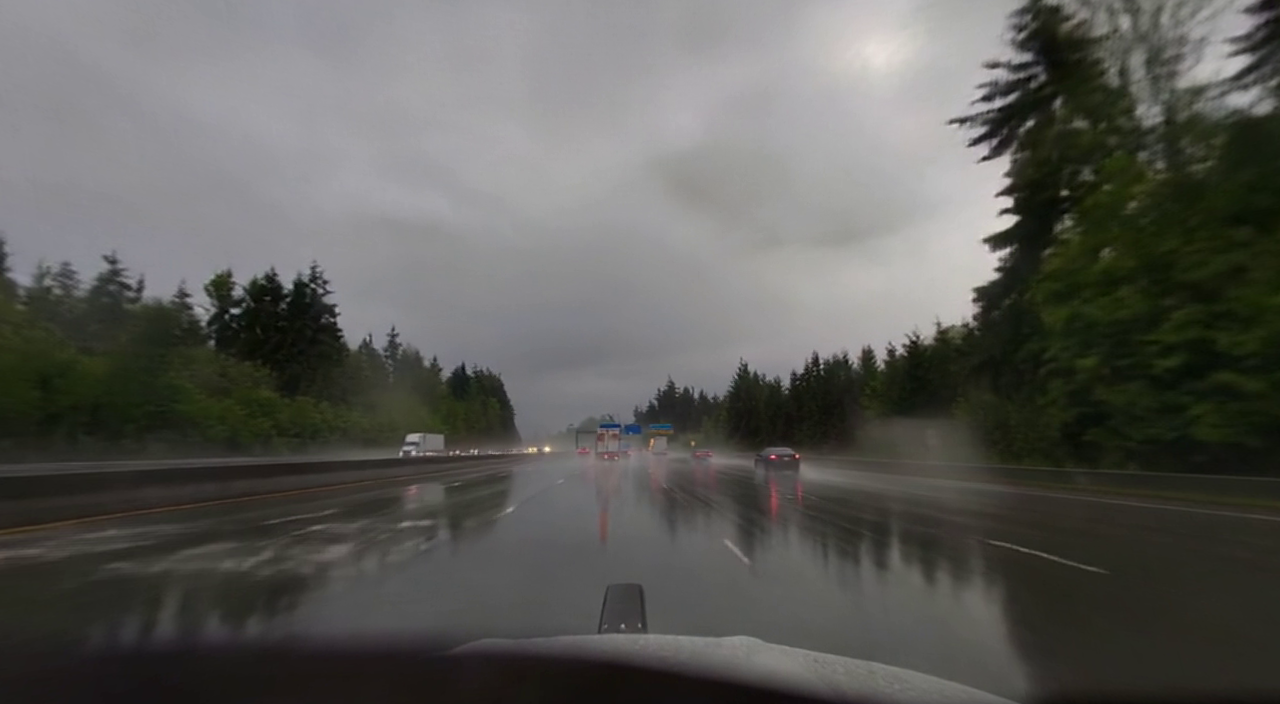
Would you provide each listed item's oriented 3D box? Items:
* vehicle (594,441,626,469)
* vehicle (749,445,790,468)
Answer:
[{"bbox_3d":[-2.132,7.330,44.997,2.167,1.847,4.097,0,-9,-3],"label":"vehicle"},{"bbox_3d":[9.646,7.822,47.194,1.989,1.591,4.348,0,-9,-3],"label":"vehicle"}]
